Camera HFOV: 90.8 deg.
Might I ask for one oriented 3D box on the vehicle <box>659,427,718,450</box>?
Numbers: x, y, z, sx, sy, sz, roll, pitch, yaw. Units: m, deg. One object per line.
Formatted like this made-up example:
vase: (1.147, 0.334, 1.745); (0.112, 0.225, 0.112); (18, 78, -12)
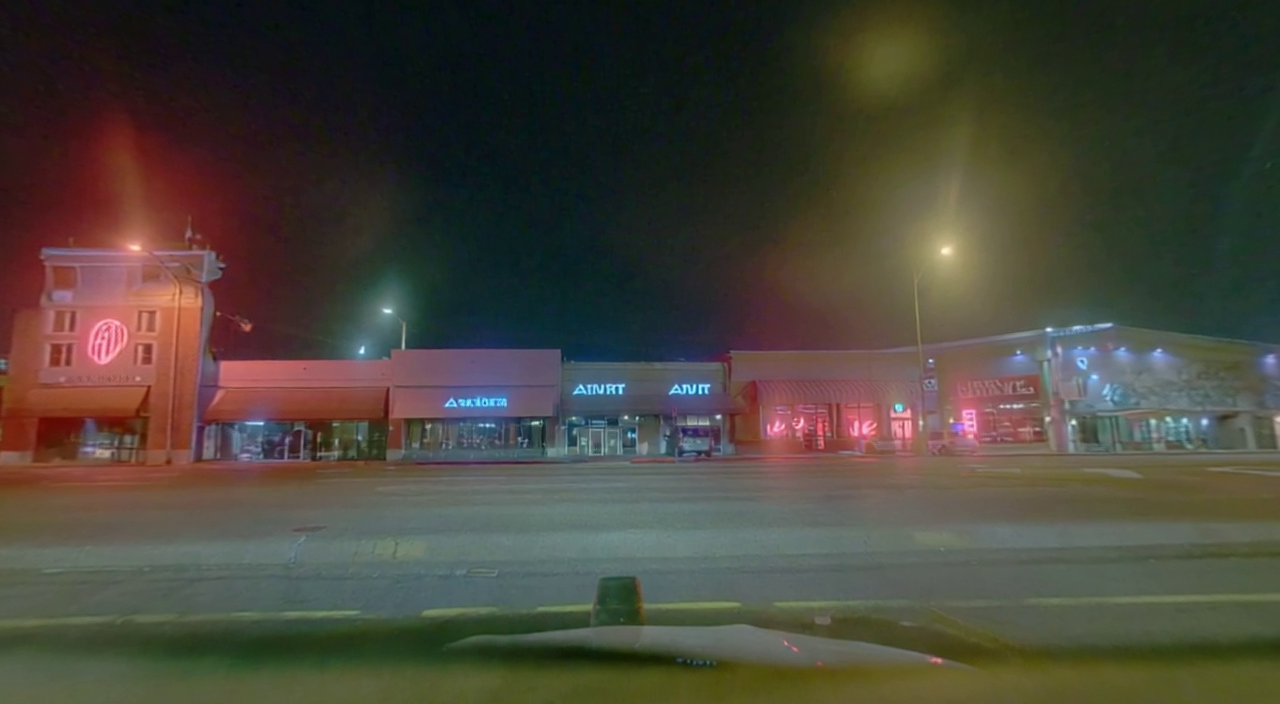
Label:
vehicle: (3.206, 5.903, 42.922); (1.812, 1.468, 4.519); (5, -10, -29)

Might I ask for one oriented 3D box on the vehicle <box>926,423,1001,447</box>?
vehicle: (25.242, 6.550, 49.407); (4.838, 1.799, 1.914); (-7, -11, 38)

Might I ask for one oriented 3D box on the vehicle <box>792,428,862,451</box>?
vehicle: (12.595, 5.947, 42.870); (1.791, 1.453, 4.593); (5, -10, -29)

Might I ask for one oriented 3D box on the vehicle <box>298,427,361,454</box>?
vehicle: (-20.385, 5.818, 41.390); (4.596, 1.680, 1.936); (-7, -11, 41)
